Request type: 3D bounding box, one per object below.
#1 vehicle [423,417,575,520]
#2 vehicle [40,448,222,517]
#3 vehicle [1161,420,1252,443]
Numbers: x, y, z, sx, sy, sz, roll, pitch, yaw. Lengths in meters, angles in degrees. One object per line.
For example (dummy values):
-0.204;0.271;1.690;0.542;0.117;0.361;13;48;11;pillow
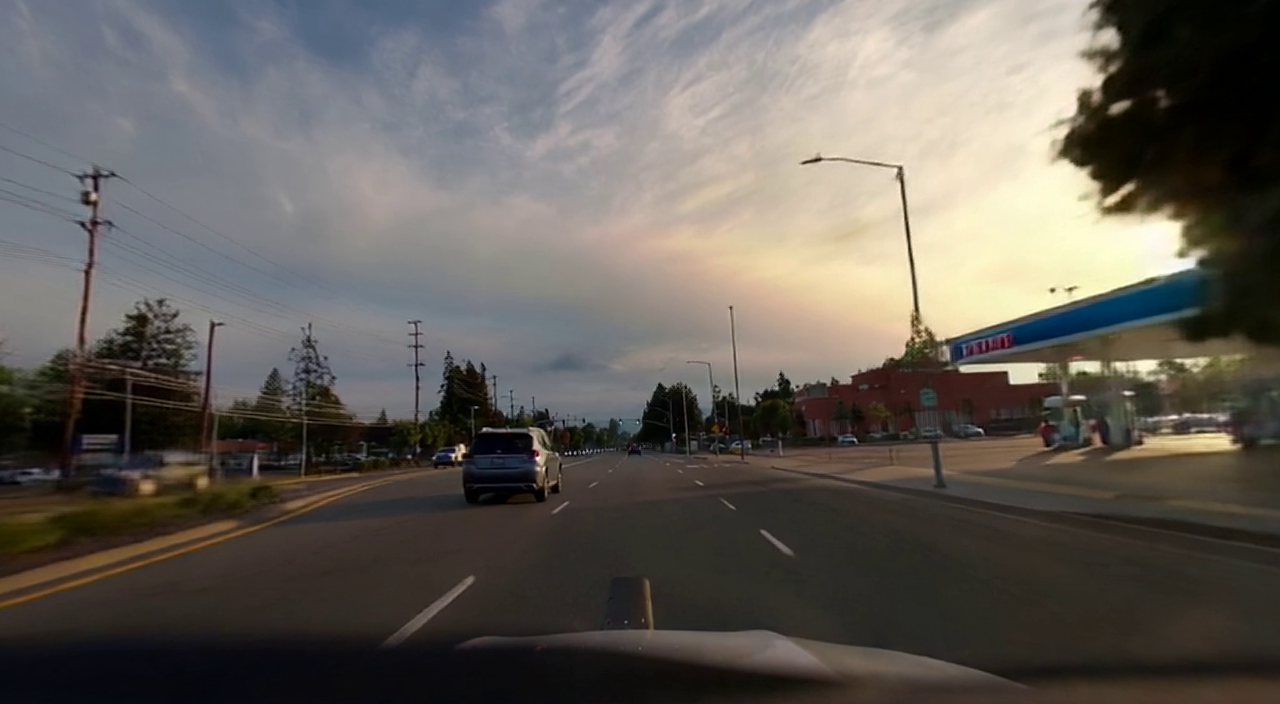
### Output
-2.800;2.452;13.862;2.190;1.844;4.751;0;-8;1;vehicle
-16.795;4.258;21.239;2.116;1.846;4.952;-3;-8;-1;vehicle
38.843;5.544;43.364;1.888;1.457;4.813;-1;-8;2;vehicle
